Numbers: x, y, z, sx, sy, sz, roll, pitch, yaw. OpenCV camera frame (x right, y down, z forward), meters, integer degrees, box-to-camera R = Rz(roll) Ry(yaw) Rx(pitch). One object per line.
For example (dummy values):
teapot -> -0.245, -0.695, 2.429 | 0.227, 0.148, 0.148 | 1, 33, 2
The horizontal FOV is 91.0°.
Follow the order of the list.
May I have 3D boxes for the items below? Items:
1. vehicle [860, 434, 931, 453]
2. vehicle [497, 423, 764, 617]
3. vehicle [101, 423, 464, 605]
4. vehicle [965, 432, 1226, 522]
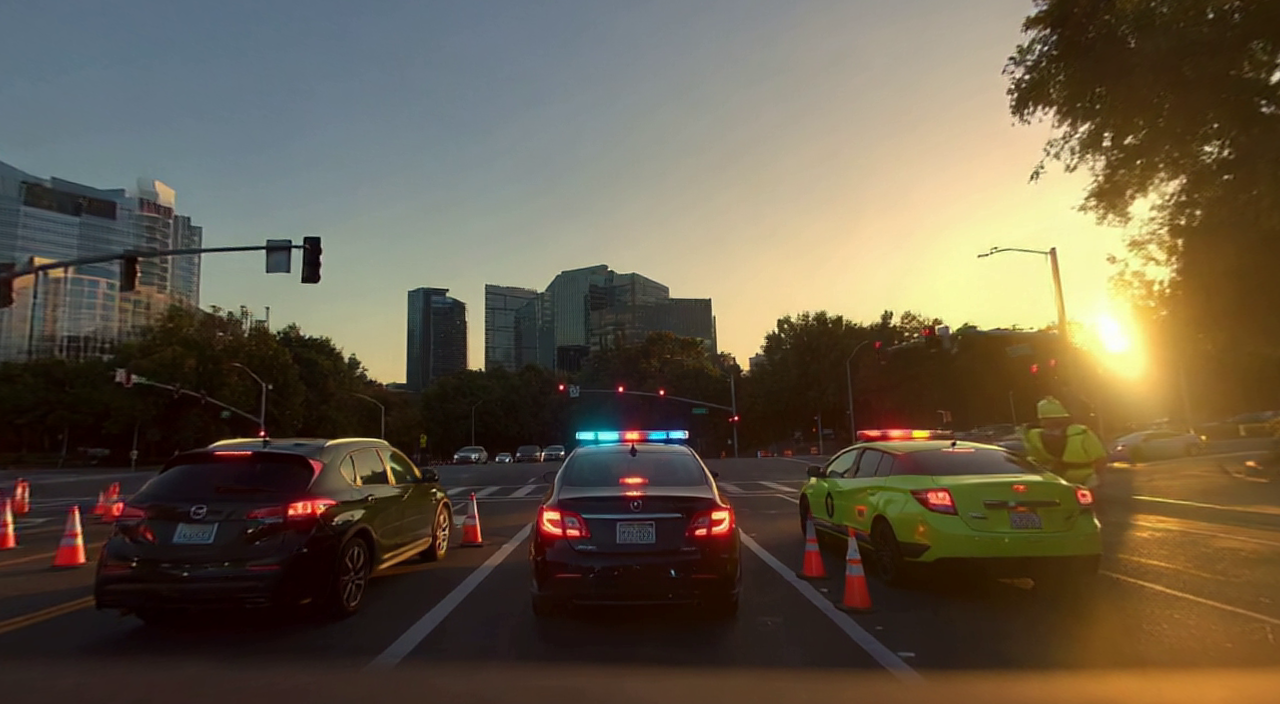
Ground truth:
vehicle -> 20.233, 7.261, 49.925 | 4.827, 1.484, 1.883 | 0, -9, 0
vehicle -> -0.116, 1.627, 7.112 | 2.061, 1.486, 4.332 | 0, -8, -1
vehicle -> -3.604, 1.679, 7.402 | 1.863, 1.526, 4.006 | 0, -8, 1
vehicle -> 9.366, 2.578, 13.601 | 1.957, 1.576, 4.670 | 0, -9, -3
